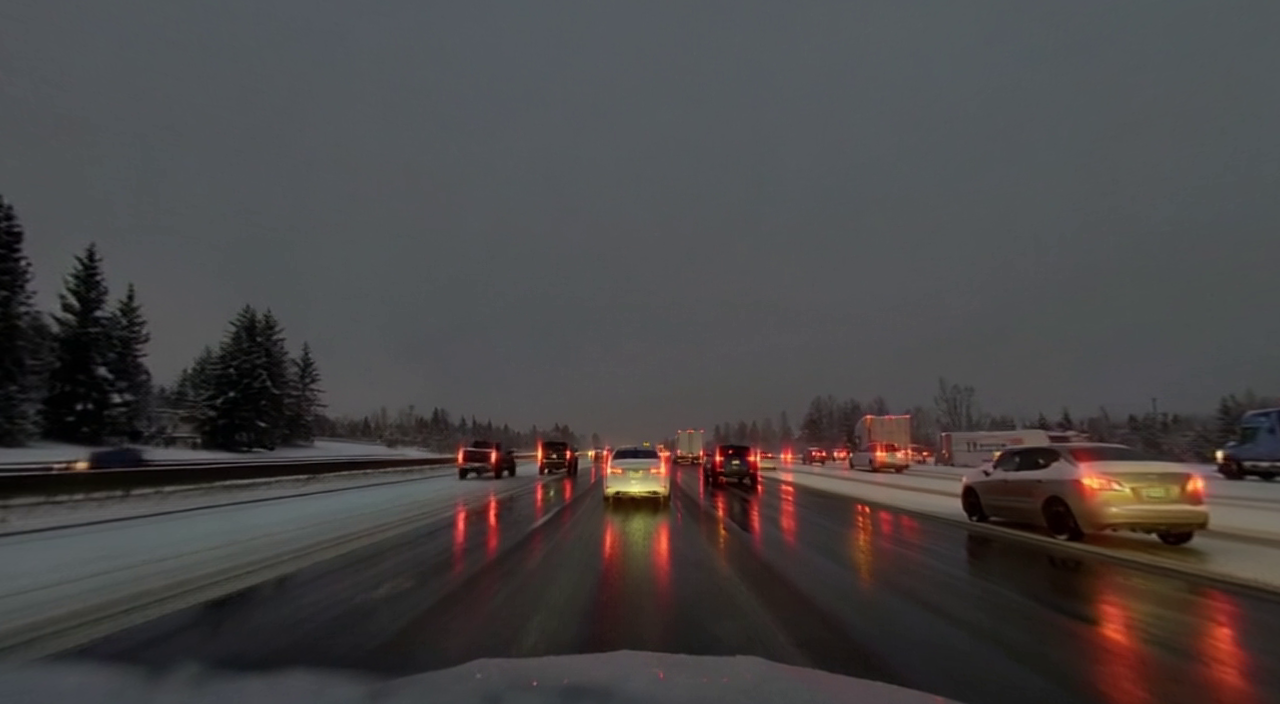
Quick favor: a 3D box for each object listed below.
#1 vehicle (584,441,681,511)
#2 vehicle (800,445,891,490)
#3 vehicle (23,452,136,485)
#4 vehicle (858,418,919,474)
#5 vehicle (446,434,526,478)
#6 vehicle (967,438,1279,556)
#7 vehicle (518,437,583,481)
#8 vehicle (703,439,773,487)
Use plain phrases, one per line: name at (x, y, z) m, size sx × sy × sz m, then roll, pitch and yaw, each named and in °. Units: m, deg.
vehicle at (-0.133, 3.045, 15.939) m, size 2.132 × 1.499 × 4.038 m, roll 0°, pitch -9°, yaw 1°
vehicle at (7.432, 4.209, 23.237) m, size 1.942 × 1.482 × 4.250 m, roll 0°, pitch -9°, yaw 0°
vehicle at (-28.031, 5.813, 31.705) m, size 1.813 × 1.505 × 4.120 m, roll 0°, pitch -9°, yaw 1°
vehicle at (17.364, 6.601, 44.191) m, size 2.777 × 3.740 × 3.338 m, roll 1°, pitch -9°, yaw -1°
vehicle at (-7.734, 5.328, 32.454) m, size 2.487 × 1.986 × 6.157 m, roll 0°, pitch -9°, yaw 1°
vehicle at (7.636, 2.230, 10.454) m, size 2.021 × 1.505 × 4.480 m, roll 0°, pitch -9°, yaw 0°
vehicle at (-3.829, 4.668, 27.757) m, size 2.079 × 1.741 × 4.436 m, roll 0°, pitch -9°, yaw 2°
vehicle at (3.665, 4.234, 24.360) m, size 2.053 × 1.666 × 4.106 m, roll 0°, pitch -9°, yaw 0°
